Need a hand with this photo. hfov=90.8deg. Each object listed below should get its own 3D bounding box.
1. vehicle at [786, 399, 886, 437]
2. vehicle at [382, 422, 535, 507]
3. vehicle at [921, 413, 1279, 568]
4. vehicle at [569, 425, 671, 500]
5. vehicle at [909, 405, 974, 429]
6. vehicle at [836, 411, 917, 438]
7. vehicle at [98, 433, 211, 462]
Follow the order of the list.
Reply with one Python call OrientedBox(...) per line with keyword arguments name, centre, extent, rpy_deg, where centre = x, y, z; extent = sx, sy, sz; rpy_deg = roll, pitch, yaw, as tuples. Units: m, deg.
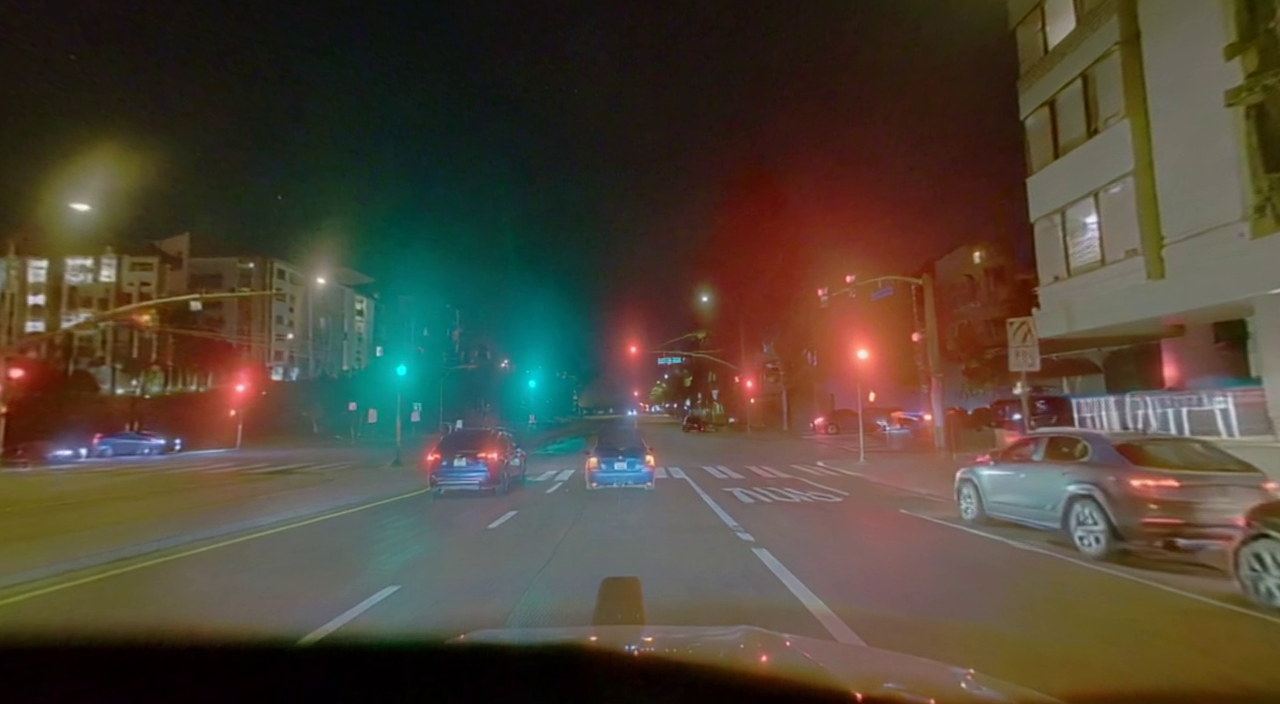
OrientedBox(name="vehicle", centre=(13.853, 4.714, 44.661), extent=(6.541, 2.480, 2.259), rpy_deg=(3, -9, -19))
OrientedBox(name="vehicle", centre=(-3.692, 2.390, 13.811), extent=(1.934, 1.522, 4.464), rpy_deg=(0, -8, 1))
OrientedBox(name="vehicle", centre=(6.237, 1.882, 9.381), extent=(1.904, 1.705, 4.510), rpy_deg=(0, -8, -2))
OrientedBox(name="vehicle", centre=(-0.422, 2.563, 14.958), extent=(2.082, 1.520, 3.896), rpy_deg=(0, -8, 0))
OrientedBox(name="vehicle", centre=(21.442, 4.652, 44.817), extent=(5.017, 1.542, 2.055), rpy_deg=(6, -11, -38))
OrientedBox(name="vehicle", centre=(15.259, 4.698, 40.781), extent=(4.775, 1.604, 1.915), rpy_deg=(3, -9, -20))
OrientedBox(name="vehicle", centre=(-25.533, 5.033, 33.319), extent=(4.453, 1.471, 1.921), rpy_deg=(-1, -8, 4))
